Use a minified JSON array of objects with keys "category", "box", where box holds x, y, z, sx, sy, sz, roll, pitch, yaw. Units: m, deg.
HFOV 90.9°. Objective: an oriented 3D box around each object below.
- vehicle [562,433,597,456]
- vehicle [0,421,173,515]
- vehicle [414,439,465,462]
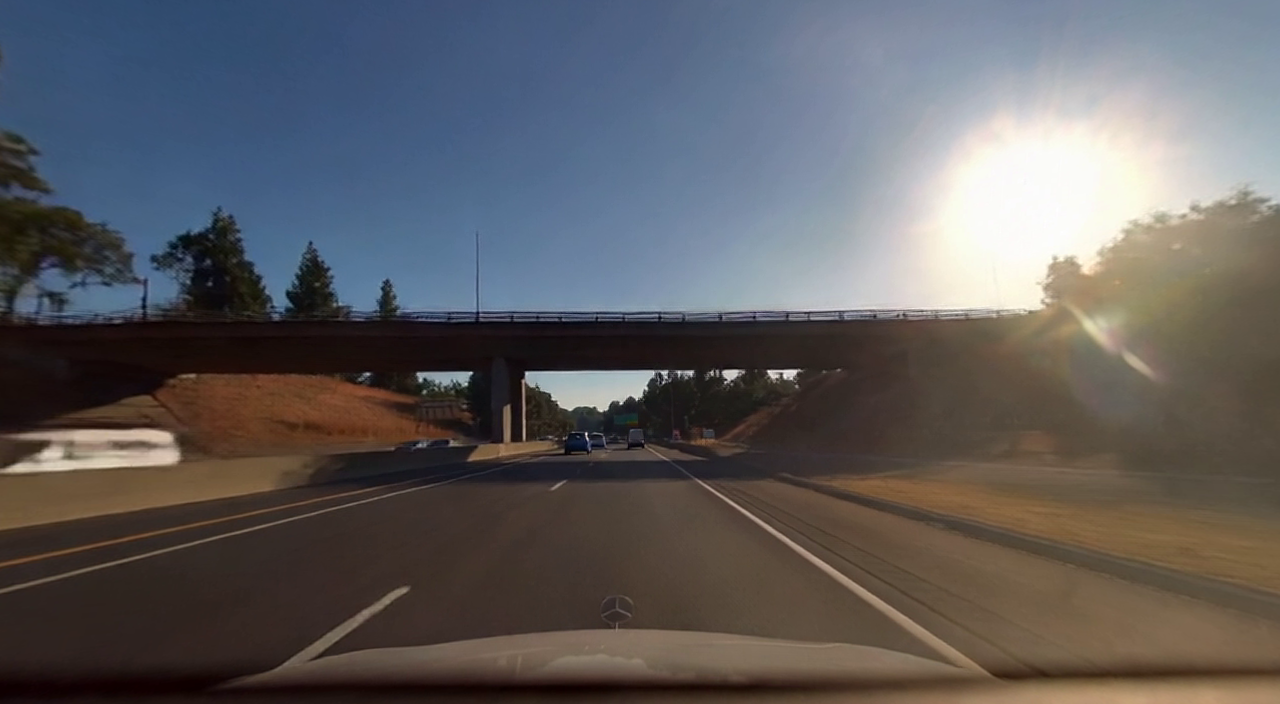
[{"category":"vehicle","box":[-4.268,6.607,45.156,2.169,1.588,4.264,0,-8,0]},{"category":"vehicle","box":[-12.575,2.346,13.122,1.877,1.696,5.004,0,-8,-1]},{"category":"vehicle","box":[-13.297,6.566,42.021,2.062,1.437,4.002,0,-8,0]}]
